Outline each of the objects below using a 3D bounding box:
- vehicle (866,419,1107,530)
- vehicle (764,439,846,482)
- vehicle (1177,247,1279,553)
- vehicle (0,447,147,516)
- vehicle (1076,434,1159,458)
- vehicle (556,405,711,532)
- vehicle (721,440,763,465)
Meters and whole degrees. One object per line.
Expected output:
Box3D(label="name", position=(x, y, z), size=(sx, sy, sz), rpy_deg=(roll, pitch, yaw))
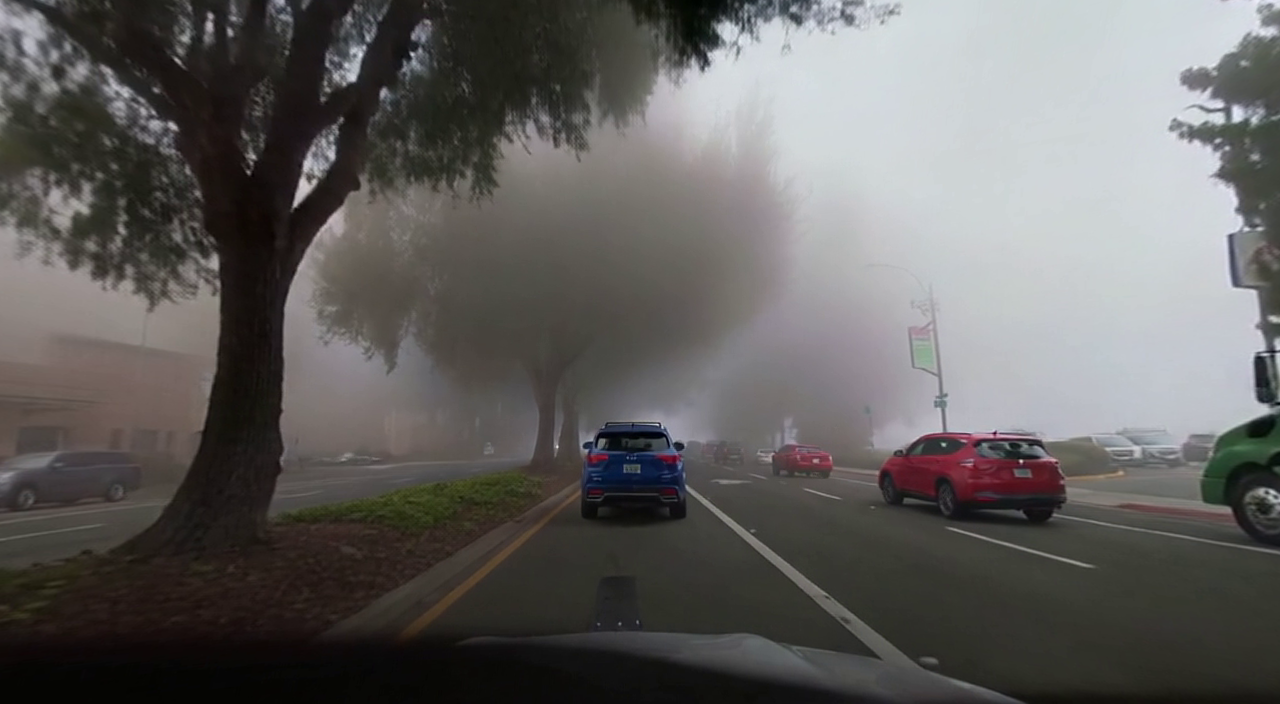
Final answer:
Box3D(label="vehicle", position=(6.223, 2.248, 12.138), size=(2.056, 1.703, 4.428), rpy_deg=(0, -9, 0))
Box3D(label="vehicle", position=(6.455, 4.289, 25.209), size=(2.035, 1.553, 4.465), rpy_deg=(0, -9, 0))
Box3D(label="vehicle", position=(10.001, 0.203, 5.500), size=(3.030, 4.019, 8.420), rpy_deg=(0, -9, 0))
Box3D(label="vehicle", position=(-19.255, 4.057, 20.445), size=(2.302, 1.939, 5.221), rpy_deg=(0, -9, 1))
Box3D(label="vehicle", position=(33.201, 6.565, 44.138), size=(1.959, 1.580, 4.873), rpy_deg=(0, -9, 0))
Box3D(label="vehicle", position=(-0.121, 2.064, 11.640), size=(2.320, 1.880, 4.192), rpy_deg=(0, -9, -1))
Box3D(label="vehicle", position=(6.557, 6.518, 41.053), size=(1.914, 1.523, 4.287), rpy_deg=(0, -9, -2))
